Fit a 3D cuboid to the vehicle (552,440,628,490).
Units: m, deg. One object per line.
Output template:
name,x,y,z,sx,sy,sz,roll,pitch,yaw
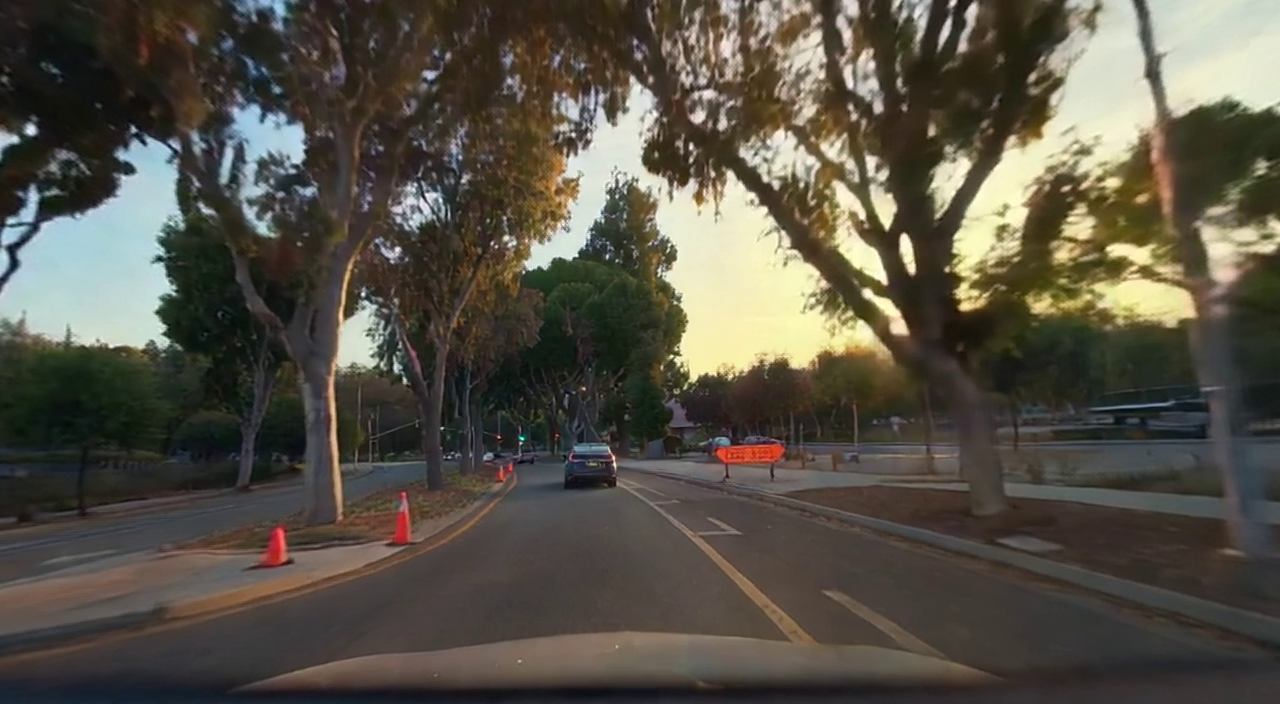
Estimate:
vehicle,-1.832,3.820,21.824,2.266,1.508,4.430,1,-9,-9
